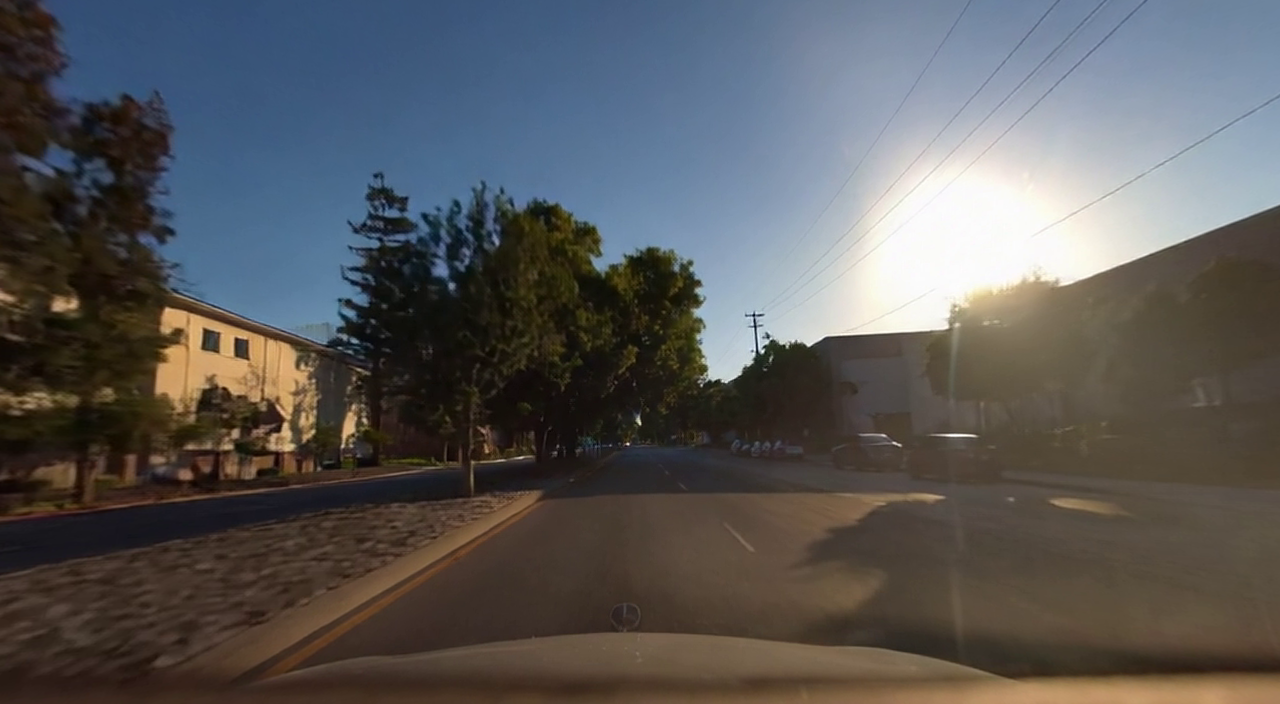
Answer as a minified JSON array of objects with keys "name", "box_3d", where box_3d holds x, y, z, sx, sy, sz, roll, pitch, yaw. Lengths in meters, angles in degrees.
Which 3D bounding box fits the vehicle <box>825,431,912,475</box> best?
[{"name":"vehicle","box_3d":[9.839,4.396,27.626,2.037,1.732,4.530,0,-8,-1]}]

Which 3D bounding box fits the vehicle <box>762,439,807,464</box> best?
[{"name":"vehicle","box_3d":[9.774,6.740,43.038,1.970,1.610,4.247,0,-8,-1]}]

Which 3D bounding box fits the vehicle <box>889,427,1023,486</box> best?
[{"name":"vehicle","box_3d":[9.939,3.315,20.316,1.984,1.672,4.262,0,-8,-2]}]
